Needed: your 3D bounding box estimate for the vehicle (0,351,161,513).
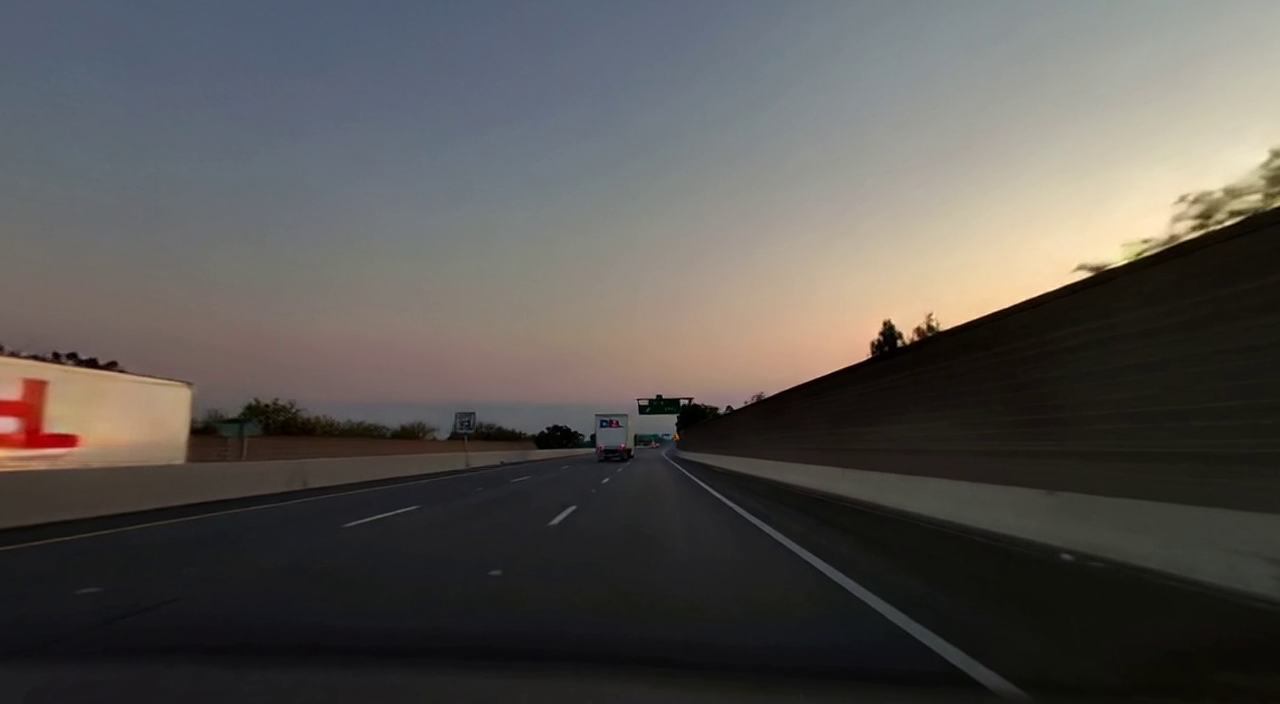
[{"bbox_3d":[-17.540,1.567,12.306,3.102,4.025,16.974,1,-7,0],"label":"vehicle"}]
